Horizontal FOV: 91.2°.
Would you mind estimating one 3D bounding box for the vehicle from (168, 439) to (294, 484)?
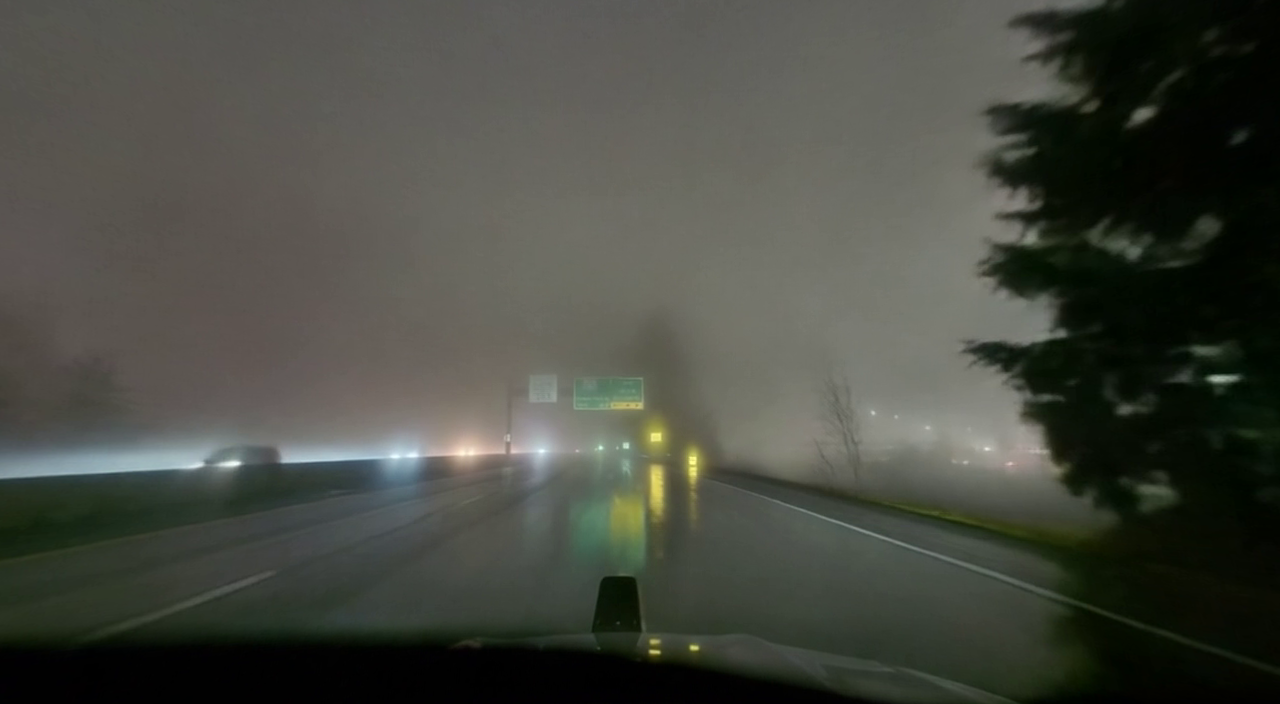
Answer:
[{"bbox_3d":[-15.444,4.147,24.001,1.916,1.524,4.522,0,-9,-3],"label":"vehicle"}]

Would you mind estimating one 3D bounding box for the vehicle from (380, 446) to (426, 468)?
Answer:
[{"bbox_3d":[-17.036,7.538,45.250,1.821,1.465,4.446,0,-9,-3],"label":"vehicle"}]
